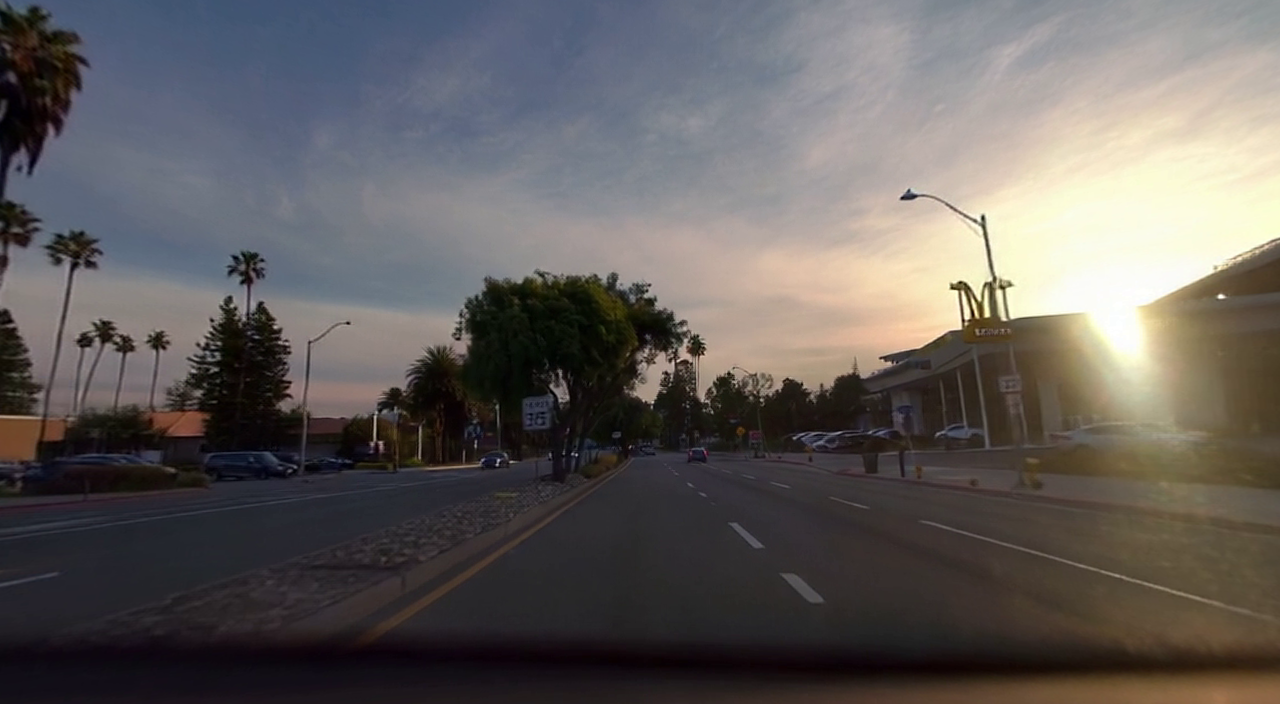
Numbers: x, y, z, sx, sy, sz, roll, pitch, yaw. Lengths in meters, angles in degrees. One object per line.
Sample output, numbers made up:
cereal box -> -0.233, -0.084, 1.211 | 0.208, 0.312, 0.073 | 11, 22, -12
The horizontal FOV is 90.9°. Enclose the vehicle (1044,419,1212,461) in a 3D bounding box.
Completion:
vehicle -> 18.559, 3.391, 24.177 | 4.691, 1.545, 1.900 | -1, -8, 4
